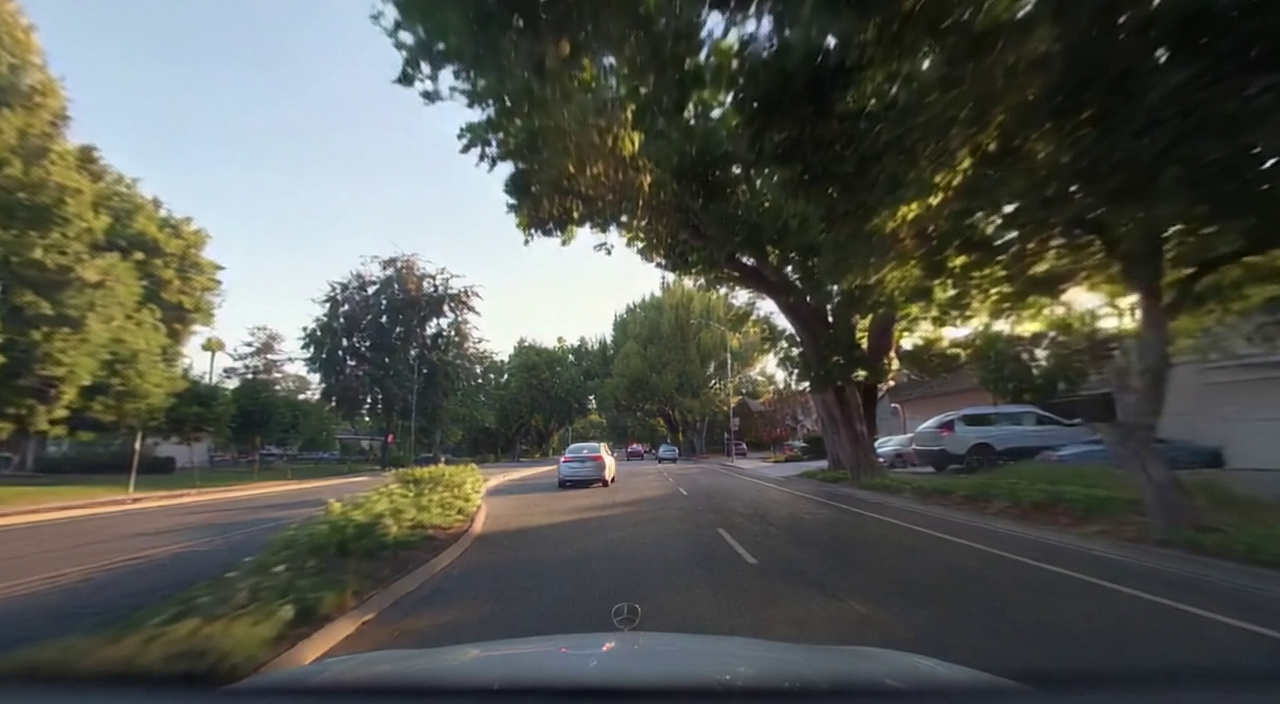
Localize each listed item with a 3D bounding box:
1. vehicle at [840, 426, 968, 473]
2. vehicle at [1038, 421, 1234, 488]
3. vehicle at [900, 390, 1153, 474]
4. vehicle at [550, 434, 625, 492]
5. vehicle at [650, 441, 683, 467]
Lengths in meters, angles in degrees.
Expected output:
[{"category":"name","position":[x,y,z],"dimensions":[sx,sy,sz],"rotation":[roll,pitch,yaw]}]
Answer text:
[{"category":"vehicle","position":[11.327,4.214,27.295],"dimensions":[4.560,1.842,2.048],"rotation":[-9,-12,43]},{"category":"vehicle","position":[12.028,2.483,15.462],"dimensions":[1.740,1.431,3.431],"rotation":[8,-11,-42]},{"category":"vehicle","position":[11.781,2.573,19.749],"dimensions":[2.483,2.209,6.171],"rotation":[8,-12,-43]},{"category":"vehicle","position":[-1.754,3.650,21.229],"dimensions":[2.205,1.706,4.904],"rotation":[1,-8,-5]},{"category":"vehicle","position":[1.685,6.753,41.884],"dimensions":[2.003,1.614,4.072],"rotation":[0,-8,0]}]
